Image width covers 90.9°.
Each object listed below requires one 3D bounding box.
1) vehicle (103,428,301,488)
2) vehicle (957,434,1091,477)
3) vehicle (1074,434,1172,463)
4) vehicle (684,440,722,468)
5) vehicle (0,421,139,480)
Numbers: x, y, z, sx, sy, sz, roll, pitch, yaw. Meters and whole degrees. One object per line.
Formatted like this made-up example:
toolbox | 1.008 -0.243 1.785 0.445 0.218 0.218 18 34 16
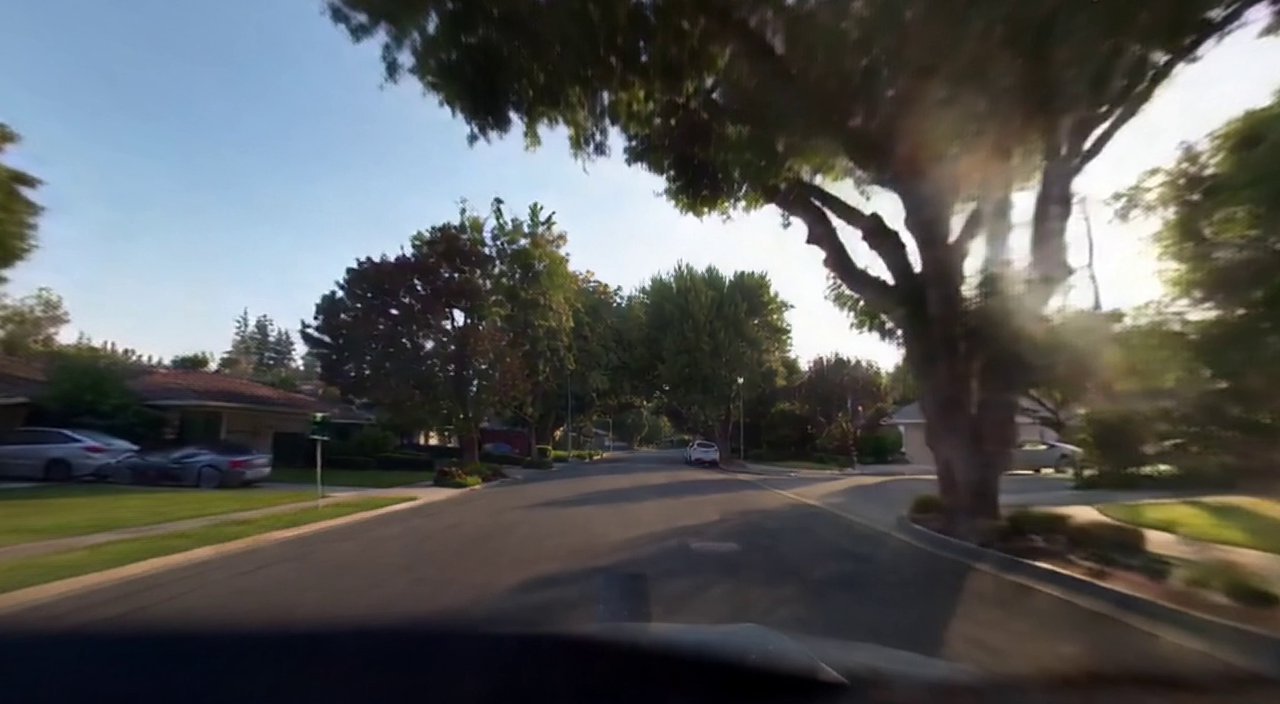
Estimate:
vehicle | -13.198 3.213 19.232 4.543 1.691 1.957 0 -8 0
vehicle | 17.648 4.786 29.197 4.681 1.810 2.249 -2 -8 5
vehicle | 27.868 5.586 36.619 2.009 1.538 4.676 0 -8 0
vehicle | 4.193 6.855 42.638 2.046 1.760 4.570 0 -8 -1
vehicle | -18.488 3.000 19.309 4.530 1.678 1.994 0 -8 2
